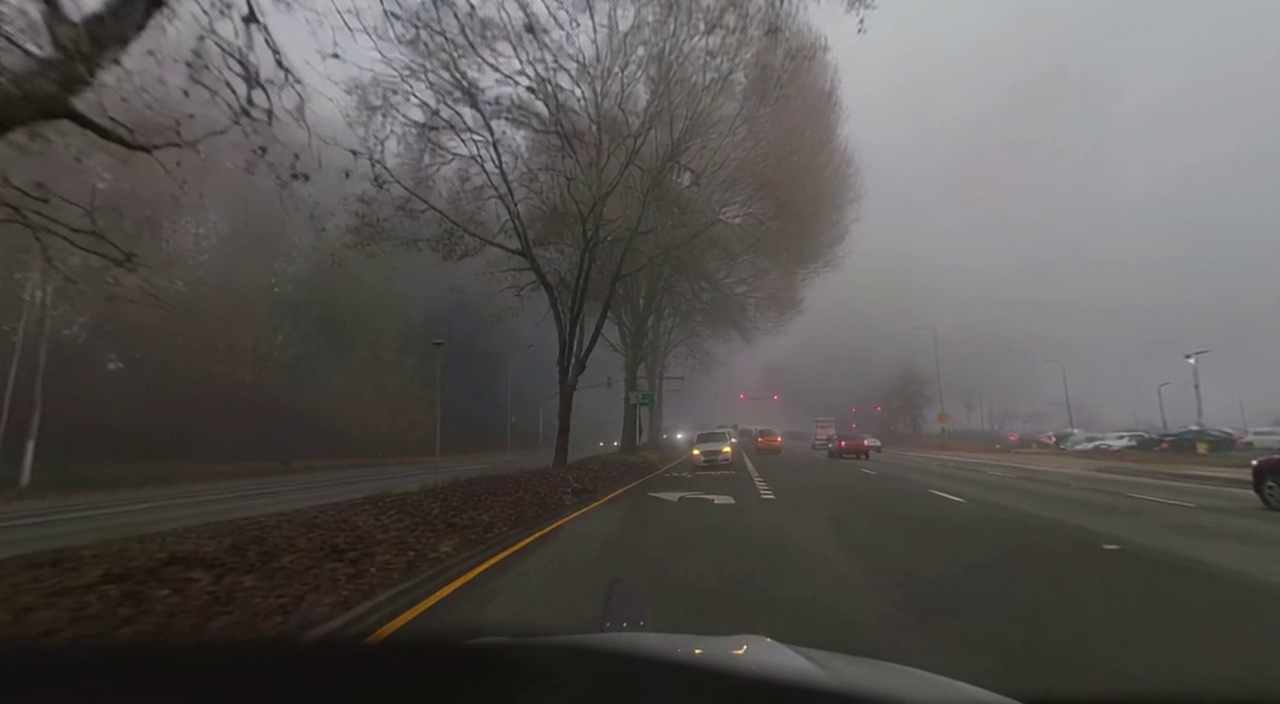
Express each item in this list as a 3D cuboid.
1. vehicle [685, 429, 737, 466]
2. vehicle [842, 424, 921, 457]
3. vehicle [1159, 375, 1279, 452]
[{"bbox_3d":[3.084,4.084,27.004,2.032,1.461,4.173,-1,-9,8],"label":"vehicle"},{"bbox_3d":[13.251,4.927,34.905,1.991,1.695,4.357,2,-9,-12],"label":"vehicle"},{"bbox_3d":[31.103,3.317,32.369,7.827,3.570,3.121,4,-9,-20],"label":"vehicle"}]
